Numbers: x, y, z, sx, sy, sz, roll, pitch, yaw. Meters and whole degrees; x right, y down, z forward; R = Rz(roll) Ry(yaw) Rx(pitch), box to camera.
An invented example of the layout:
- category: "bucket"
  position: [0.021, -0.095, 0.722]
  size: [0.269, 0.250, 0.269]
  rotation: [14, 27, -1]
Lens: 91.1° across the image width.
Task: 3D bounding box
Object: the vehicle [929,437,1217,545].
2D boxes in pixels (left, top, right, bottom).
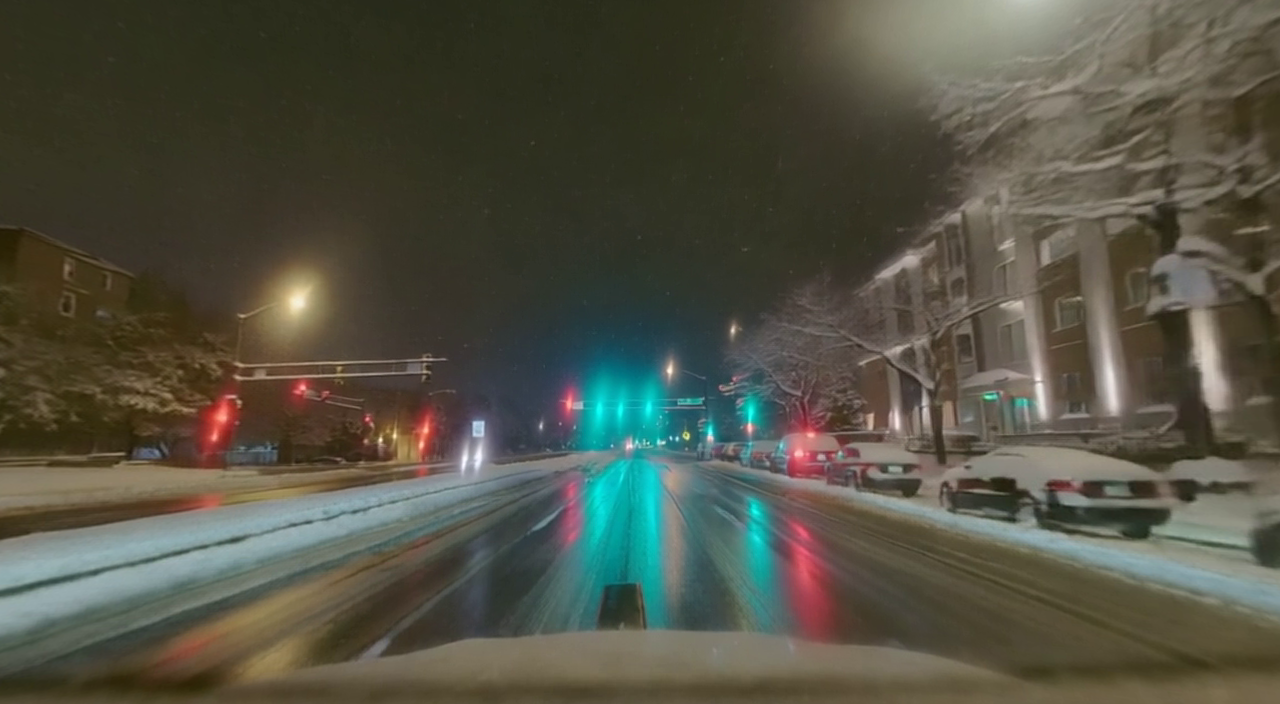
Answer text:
- category: "vehicle"
  position: [6.968, 2.247, 10.857]
  size: [1.864, 1.466, 4.352]
  rotation: [0, -9, 0]

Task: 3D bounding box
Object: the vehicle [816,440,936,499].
- category: "vehicle"
  position: [6.796, 3.415, 18.664]
  size: [1.863, 1.512, 4.525]
  rotation: [0, -9, 1]

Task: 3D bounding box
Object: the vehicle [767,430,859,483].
- category: "vehicle"
  position: [6.719, 4.147, 25.072]
  size: [2.169, 1.876, 4.931]
  rotation: [0, -9, -1]
